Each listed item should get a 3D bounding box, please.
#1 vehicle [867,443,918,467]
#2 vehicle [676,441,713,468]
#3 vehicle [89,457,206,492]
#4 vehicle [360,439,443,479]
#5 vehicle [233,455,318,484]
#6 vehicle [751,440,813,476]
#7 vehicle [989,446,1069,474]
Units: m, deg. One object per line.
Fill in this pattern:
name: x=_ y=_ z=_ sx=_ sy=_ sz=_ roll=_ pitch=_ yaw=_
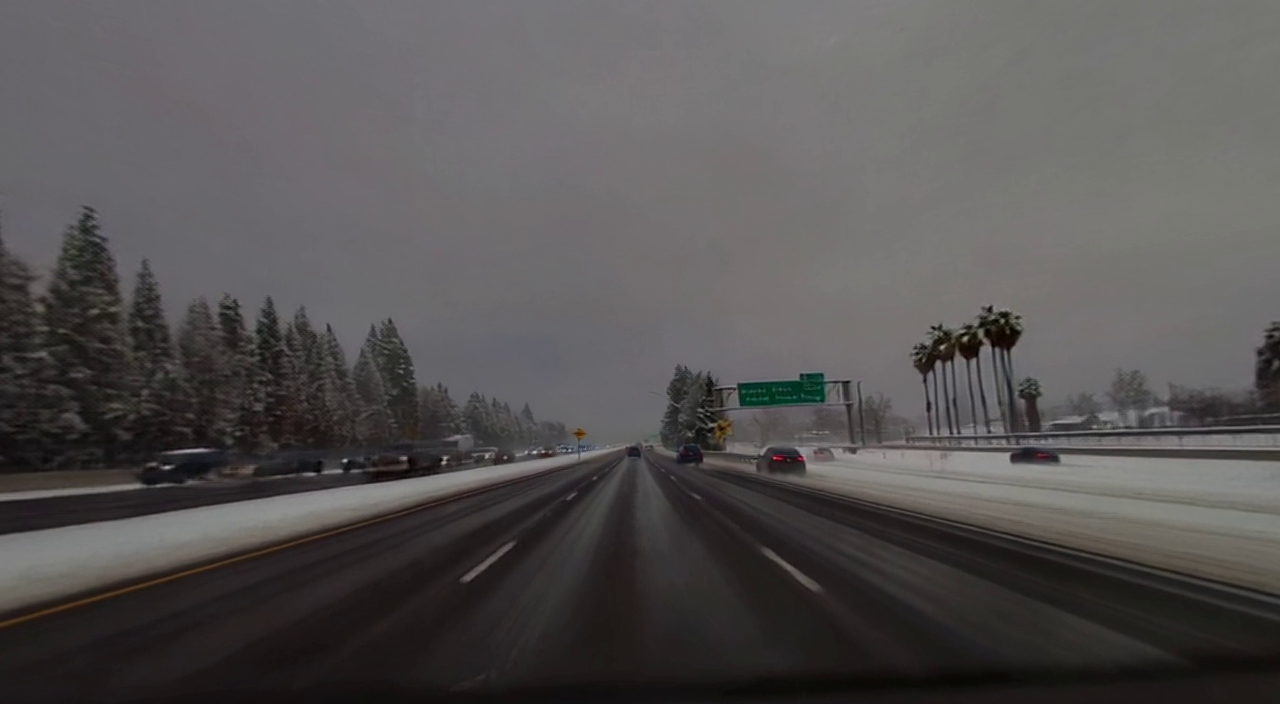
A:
vehicle: x=18.207 y=7.456 z=45.625 sx=1.887 sy=1.642 sz=4.592 roll=0 pitch=-8 yaw=2
vehicle: x=3.573 y=6.800 z=42.078 sx=2.035 sy=1.704 sz=3.867 roll=0 pitch=-8 yaw=-1
vehicle: x=-23.703 y=5.888 z=30.559 sx=1.852 sy=1.487 sz=4.696 roll=0 pitch=-8 yaw=0
vehicle: x=-12.305 y=5.547 z=32.984 sx=2.197 sy=1.943 sz=5.421 roll=0 pitch=-8 yaw=0
vehicle: x=-19.635 y=6.322 z=34.157 sx=1.824 sy=1.412 sz=4.642 roll=0 pitch=-8 yaw=0
vehicle: x=6.830 y=5.140 z=30.717 sx=1.902 sy=1.623 sz=4.360 roll=0 pitch=-8 yaw=-1
vehicle: x=21.918 y=6.084 z=35.704 sx=1.774 sy=1.457 sz=4.653 roll=0 pitch=-8 yaw=3
